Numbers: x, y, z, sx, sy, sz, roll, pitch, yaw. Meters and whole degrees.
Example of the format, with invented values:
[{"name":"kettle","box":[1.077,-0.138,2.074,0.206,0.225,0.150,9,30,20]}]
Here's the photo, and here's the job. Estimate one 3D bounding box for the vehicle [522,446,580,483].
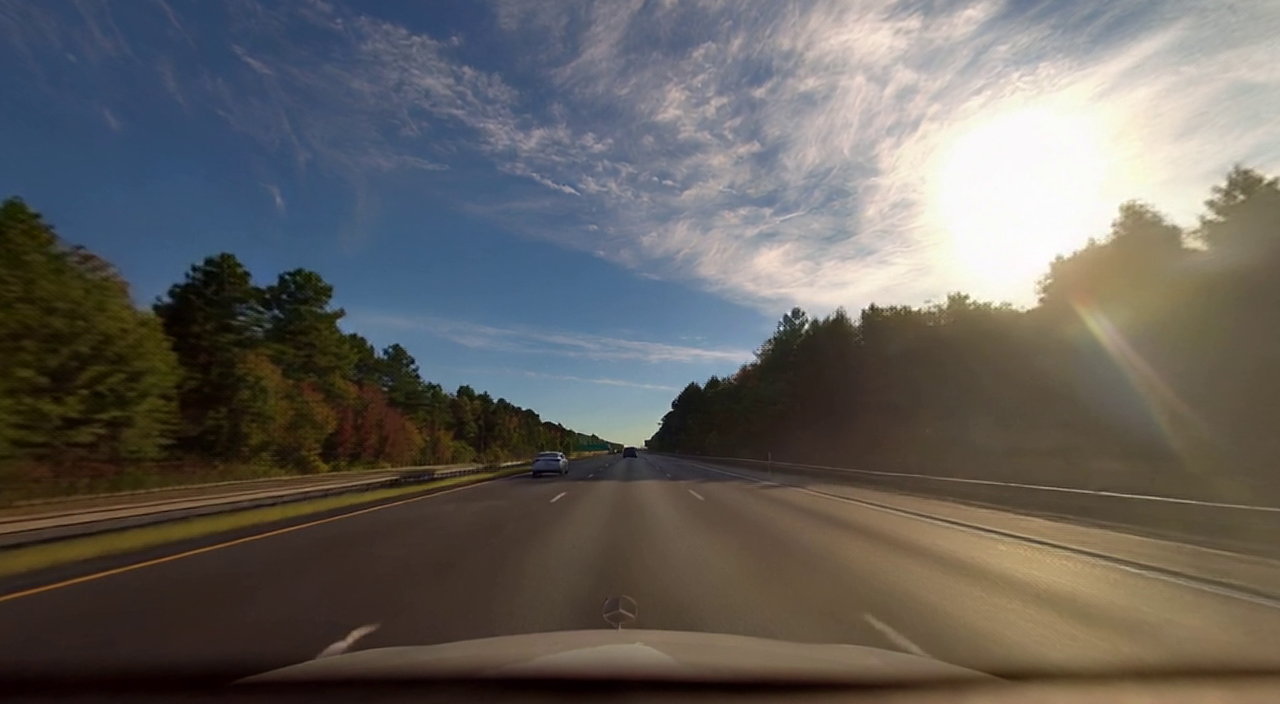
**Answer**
[{"name":"vehicle","box":[-3.819,4.919,27.683,1.970,1.492,3.944,0,-9,0]}]
